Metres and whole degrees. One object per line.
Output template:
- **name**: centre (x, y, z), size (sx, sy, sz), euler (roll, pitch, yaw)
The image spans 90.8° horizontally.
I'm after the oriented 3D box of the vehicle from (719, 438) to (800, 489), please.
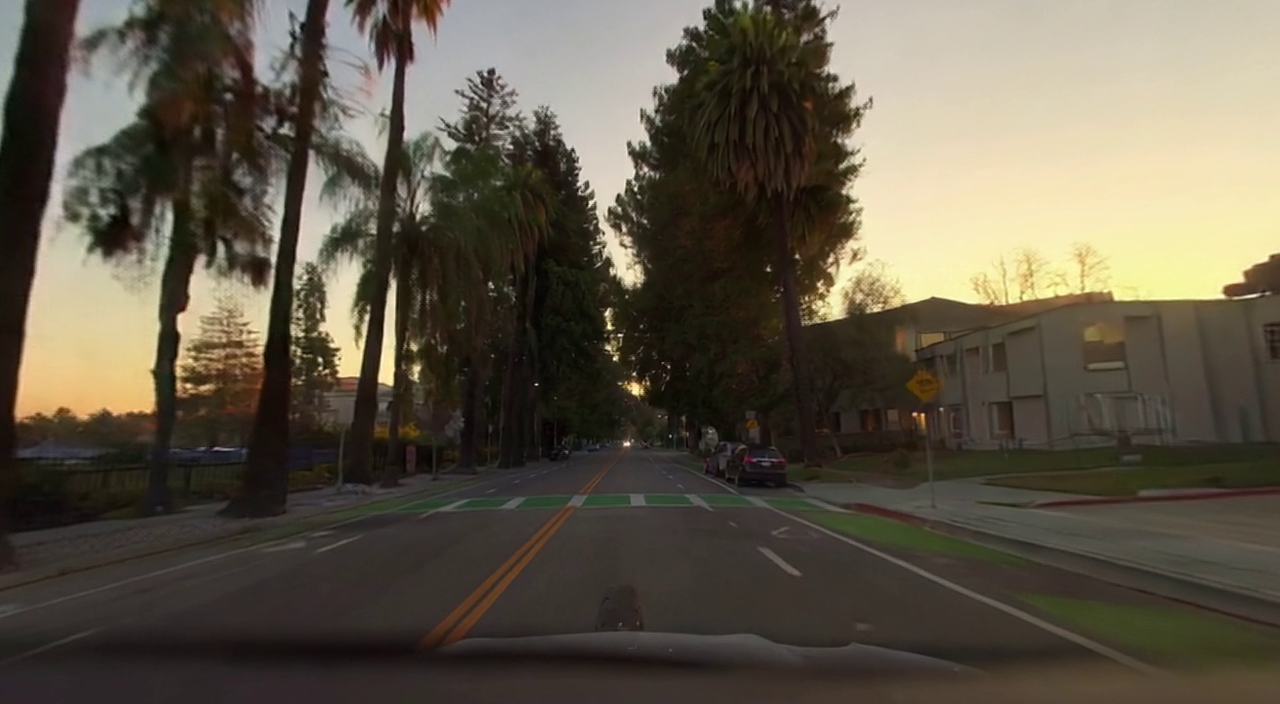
- **vehicle**: centre (4.251, 4.023, 23.206), size (1.997, 1.640, 4.494), euler (0, -9, -1)
